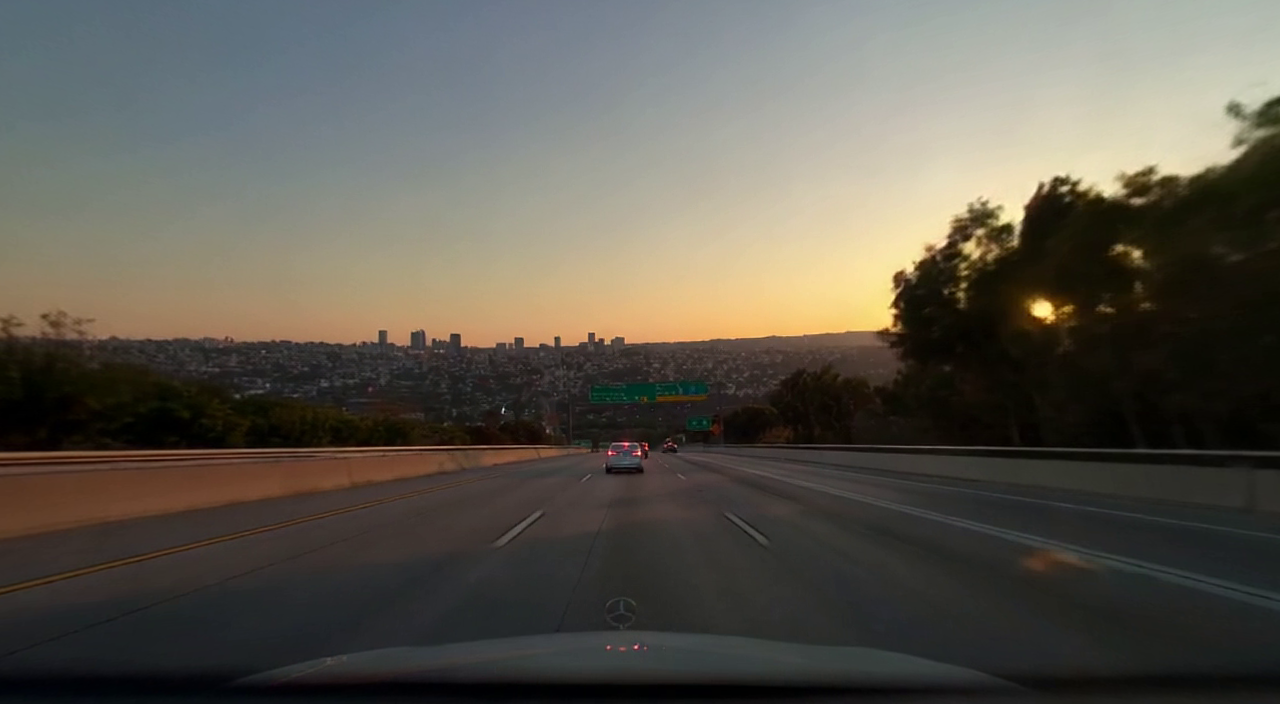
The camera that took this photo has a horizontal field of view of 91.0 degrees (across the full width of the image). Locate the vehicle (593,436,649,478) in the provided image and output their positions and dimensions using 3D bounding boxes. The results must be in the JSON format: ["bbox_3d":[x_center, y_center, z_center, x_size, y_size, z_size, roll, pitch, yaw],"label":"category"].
[{"bbox_3d":[-0.736,4.334,26.210,2.147,1.576,3.964,0,-8,-1],"label":"vehicle"}]
